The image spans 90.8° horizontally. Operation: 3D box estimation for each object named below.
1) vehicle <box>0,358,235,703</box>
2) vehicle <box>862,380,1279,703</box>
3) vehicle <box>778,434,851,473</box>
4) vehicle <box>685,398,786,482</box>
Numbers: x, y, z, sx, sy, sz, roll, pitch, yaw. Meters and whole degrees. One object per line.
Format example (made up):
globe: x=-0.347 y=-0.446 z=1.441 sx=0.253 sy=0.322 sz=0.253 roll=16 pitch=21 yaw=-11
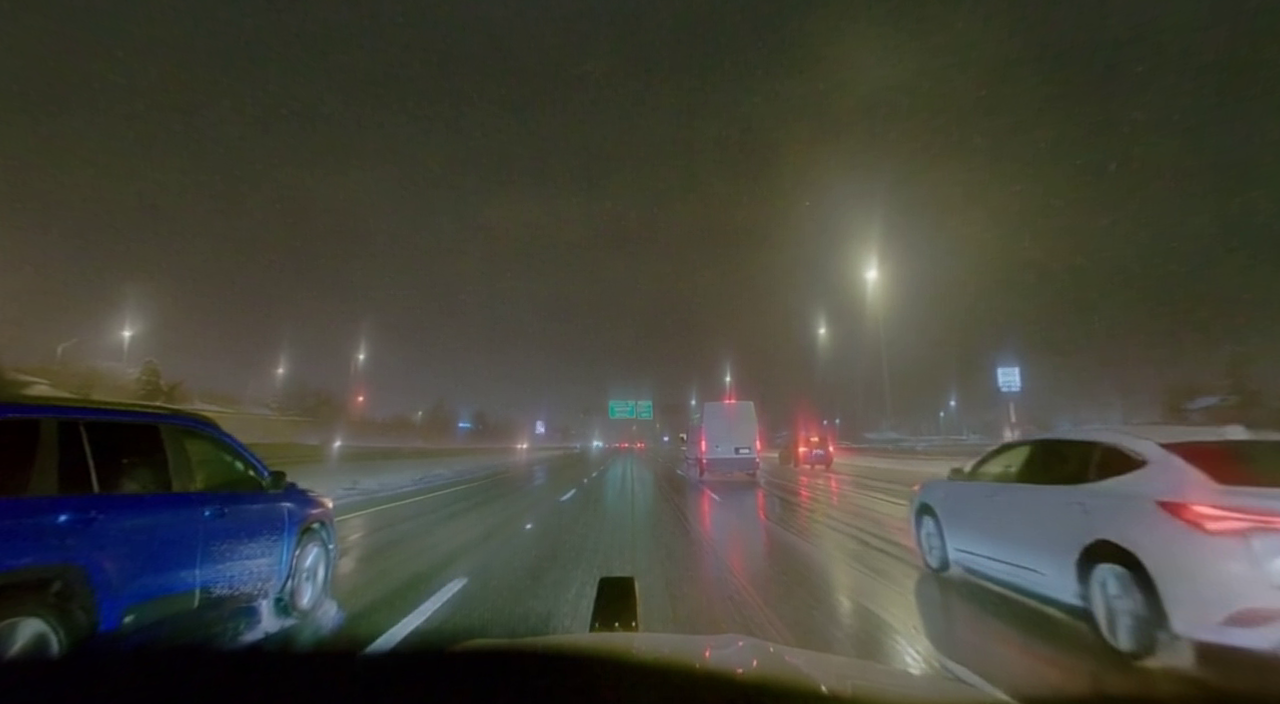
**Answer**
vehicle: x=-3.861 y=0.778 z=2.274 sx=2.000 sy=1.646 sz=4.201 roll=0 pitch=-8 yaw=0
vehicle: x=3.597 y=1.171 z=4.532 sx=2.108 sy=1.509 sz=5.059 roll=0 pitch=-8 yaw=-1
vehicle: x=7.726 y=4.554 z=28.479 sx=1.978 sy=1.621 sz=4.320 roll=0 pitch=-8 yaw=-1
vehicle: x=3.323 y=3.330 z=23.797 sx=2.629 sy=2.718 sz=6.740 roll=0 pitch=-8 yaw=-1
